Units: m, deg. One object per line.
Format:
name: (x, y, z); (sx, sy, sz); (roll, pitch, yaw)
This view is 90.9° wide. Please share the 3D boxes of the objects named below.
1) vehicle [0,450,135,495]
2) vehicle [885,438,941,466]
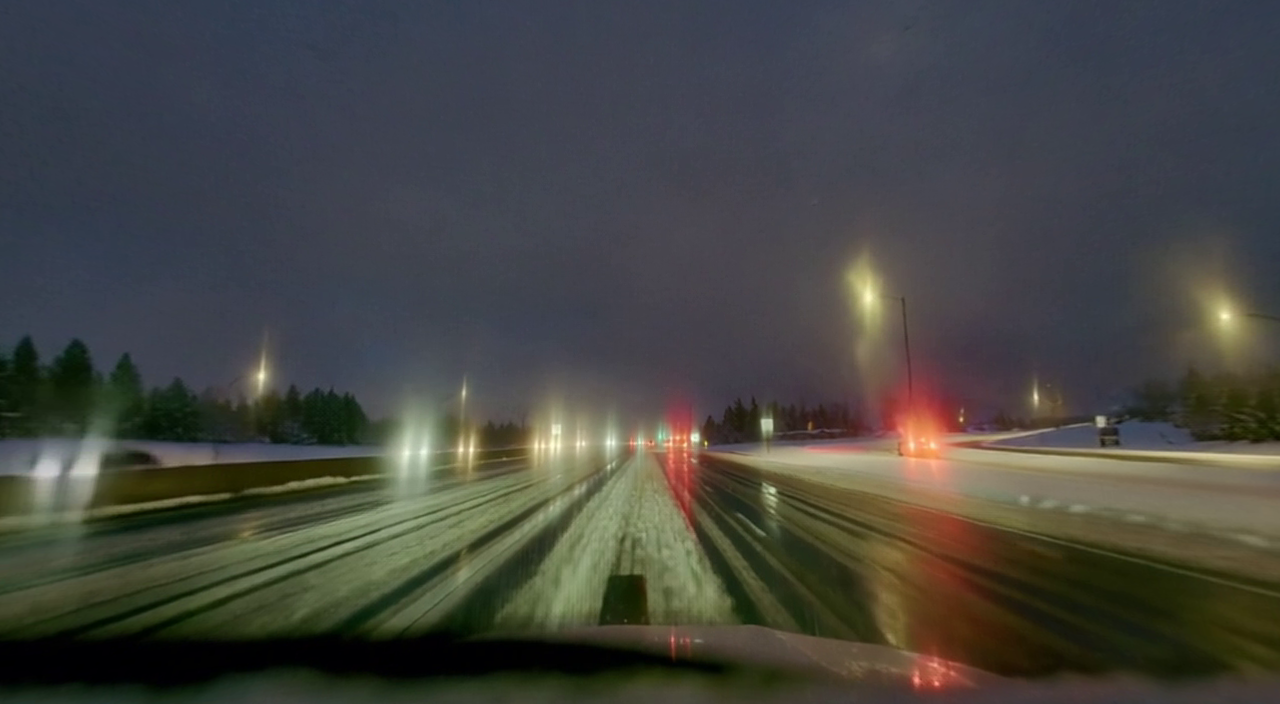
vehicle: (-21.788, 4.420, 23.563); (2.091, 1.477, 4.434); (0, -8, 1)
vehicle: (17.588, 6.459, 40.867); (2.039, 1.658, 4.457); (-1, -8, 6)
